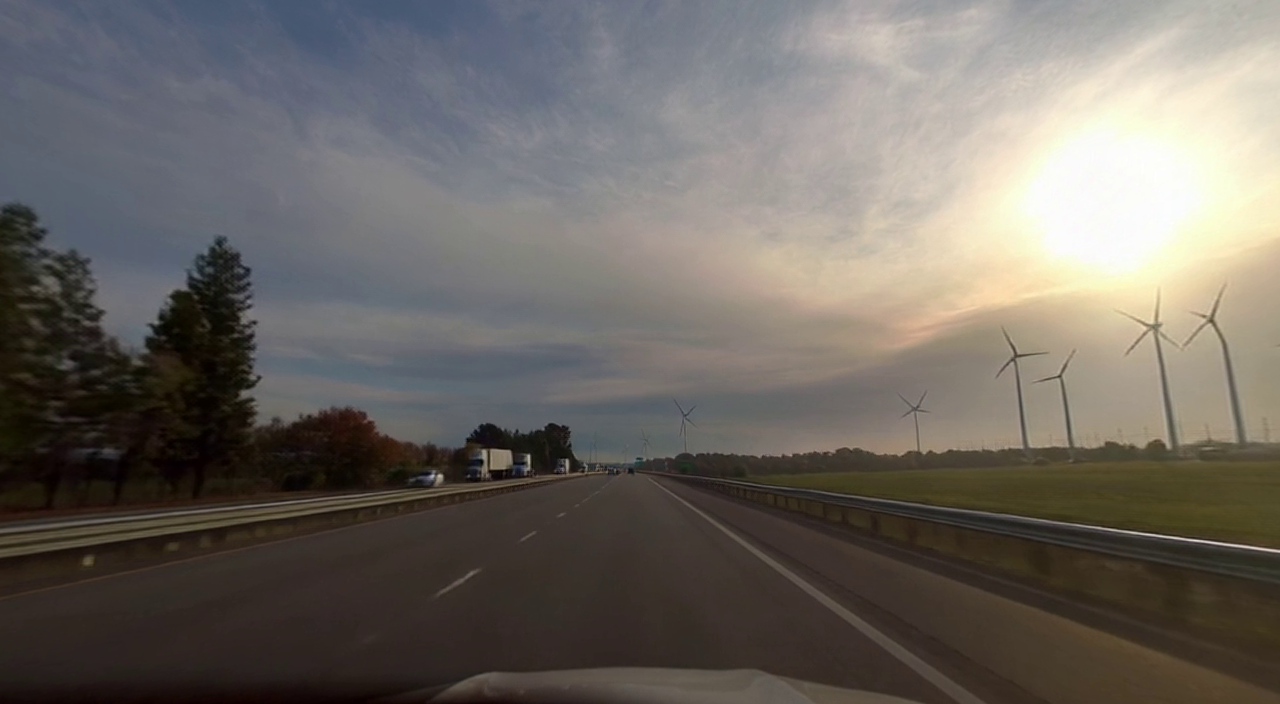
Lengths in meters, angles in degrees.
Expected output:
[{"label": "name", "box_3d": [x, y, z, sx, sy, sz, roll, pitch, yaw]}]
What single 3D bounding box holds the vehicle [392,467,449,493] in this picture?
[{"label": "vehicle", "box_3d": [-13.701, 7.990, 39.514, 2.012, 1.514, 4.190, 1, -10, 0]}]
